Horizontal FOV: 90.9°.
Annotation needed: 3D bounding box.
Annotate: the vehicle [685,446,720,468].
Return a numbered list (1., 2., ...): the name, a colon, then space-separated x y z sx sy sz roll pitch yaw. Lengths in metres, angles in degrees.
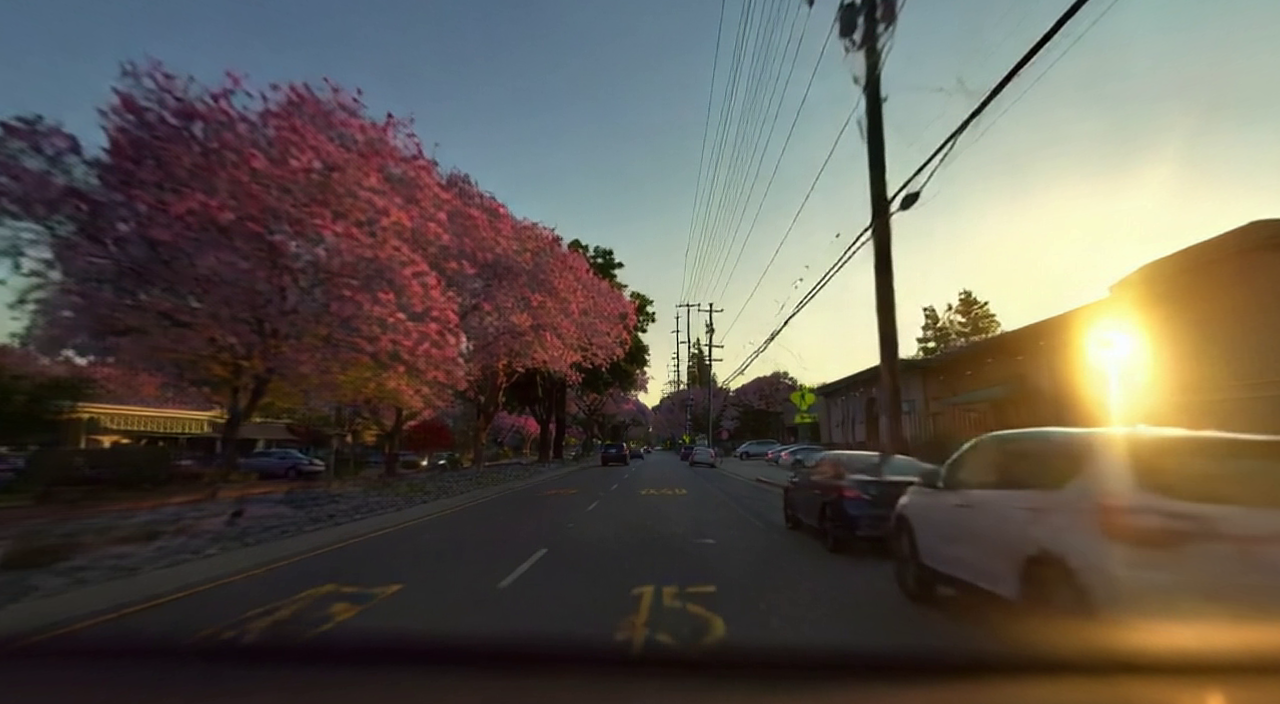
1. vehicle: 4.395 7.442 44.862 2.042 1.465 4.455 0 -9 0

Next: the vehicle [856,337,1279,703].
1. vehicle: 3.233 1.118 4.255 1.896 1.725 4.500 0 -9 -1

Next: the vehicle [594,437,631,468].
1. vehicle: -1.827 6.912 43.396 2.202 1.961 4.980 0 -9 1
